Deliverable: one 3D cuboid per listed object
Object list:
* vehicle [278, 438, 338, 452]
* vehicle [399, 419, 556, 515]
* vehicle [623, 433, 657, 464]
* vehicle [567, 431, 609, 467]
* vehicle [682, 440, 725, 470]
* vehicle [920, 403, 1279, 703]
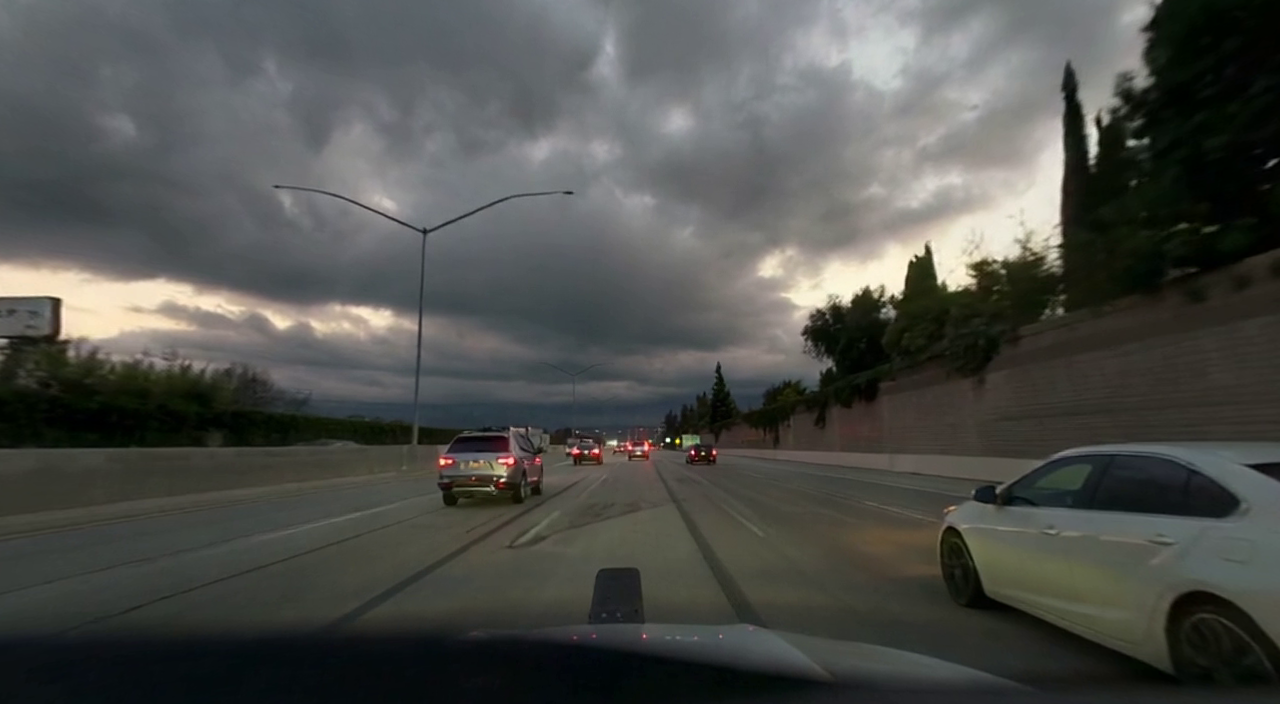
[{"bbox_3d":[-19.998,5.607,38.070,1.675,0.796,3.525,0,-8,0],"label":"vehicle"},{"bbox_3d":[-3.507,2.616,14.920,2.184,1.819,5.441,0,-8,1],"label":"vehicle"},{"bbox_3d":[0.002,7.502,49.034,2.485,2.215,5.199,0,-8,0],"label":"vehicle"},{"bbox_3d":[-3.336,6.412,41.548,2.378,2.214,4.352,0,-8,0],"label":"vehicle"},{"bbox_3d":[3.997,6.548,40.311,2.224,1.752,4.487,0,-8,-1],"label":"vehicle"},{"bbox_3d":[3.564,1.134,3.429,1.916,1.566,4.611,1,-8,-1],"label":"vehicle"}]
